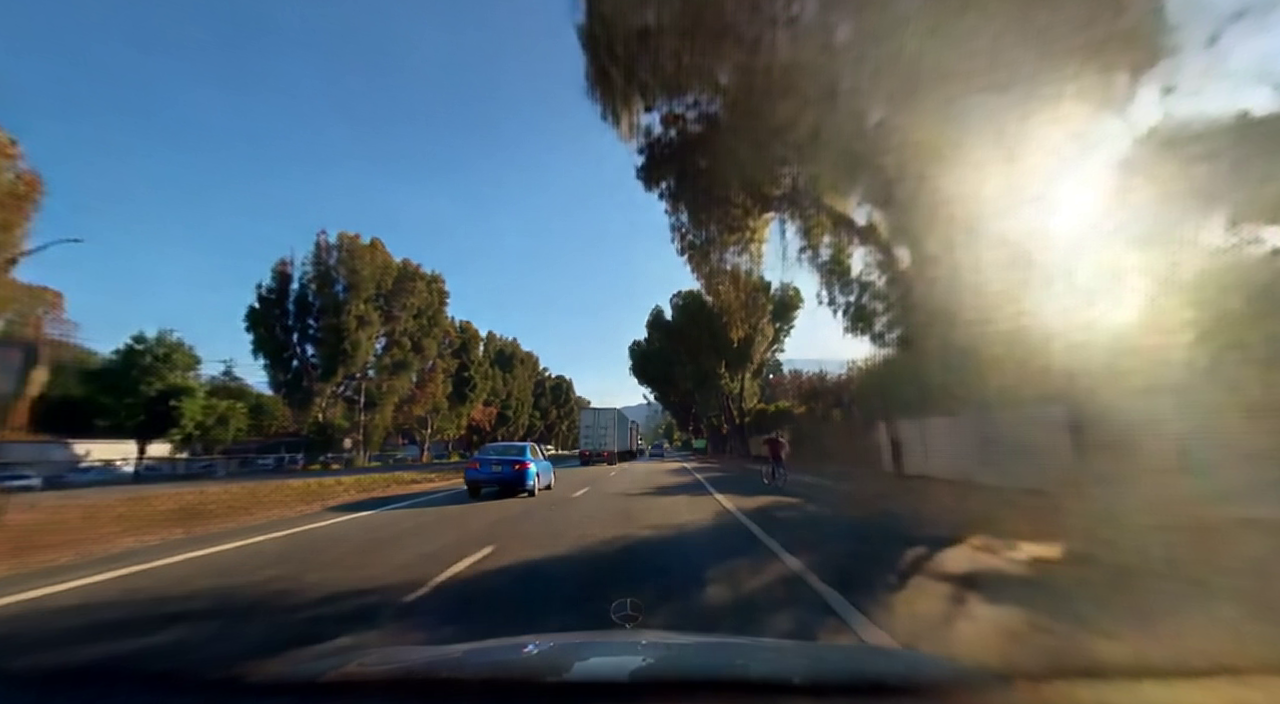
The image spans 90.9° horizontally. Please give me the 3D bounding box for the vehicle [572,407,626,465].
[{"bbox_3d":[-2.430,5.443,40.450,2.746,3.276,8.572,0,-8,1],"label":"vehicle"}]

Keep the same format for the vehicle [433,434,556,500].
[{"bbox_3d":[-3.565,2.903,16.372,2.005,1.462,4.345,0,-8,2],"label":"vehicle"}]
